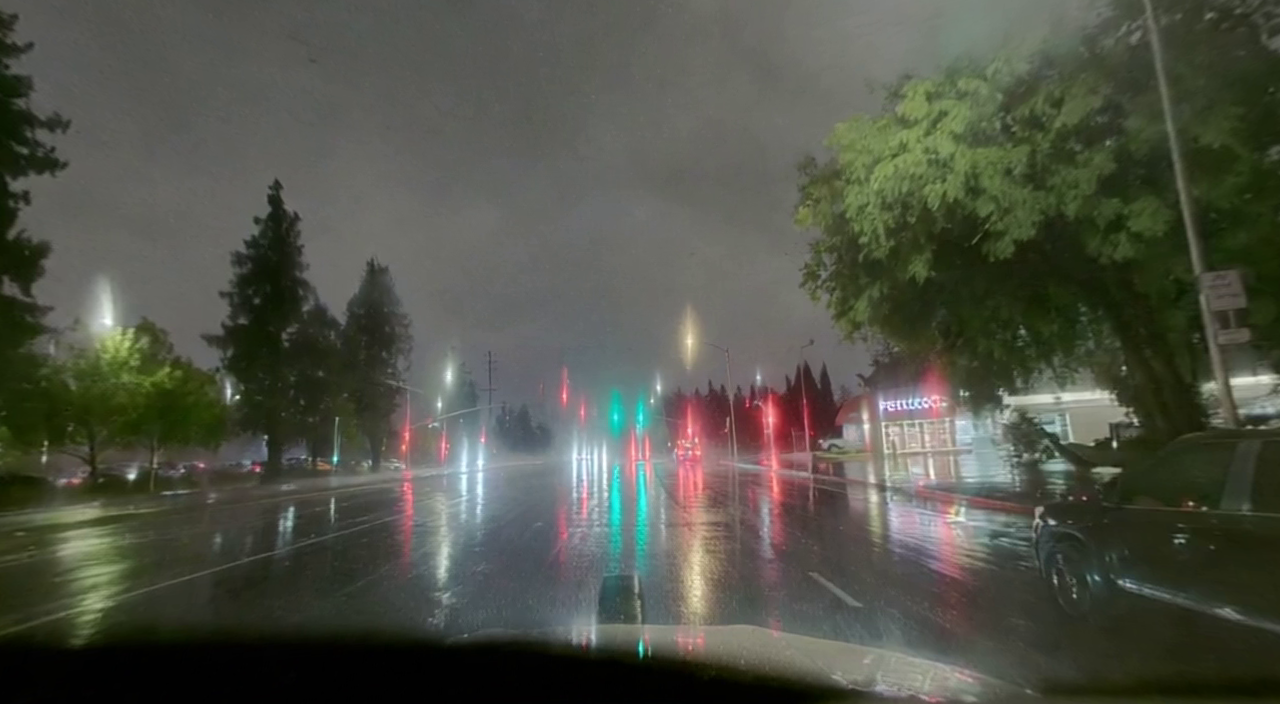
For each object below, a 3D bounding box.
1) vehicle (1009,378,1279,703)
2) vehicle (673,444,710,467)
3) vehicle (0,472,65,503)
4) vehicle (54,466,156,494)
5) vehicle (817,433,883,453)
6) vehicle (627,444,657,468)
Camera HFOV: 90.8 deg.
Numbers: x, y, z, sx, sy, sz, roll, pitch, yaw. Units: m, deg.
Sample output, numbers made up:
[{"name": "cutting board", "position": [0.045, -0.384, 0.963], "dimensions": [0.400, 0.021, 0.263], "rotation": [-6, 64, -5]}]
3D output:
[{"name": "vehicle", "position": [3.794, 0.857, 2.472], "dimensions": [1.889, 1.572, 4.605], "rotation": [0, -9, 0]}, {"name": "vehicle", "position": [3.808, 7.691, 47.122], "dimensions": [2.198, 1.660, 4.512], "rotation": [0, -9, -2]}, {"name": "vehicle", "position": [-33.743, 7.224, 33.666], "dimensions": [4.234, 1.462, 1.921], "rotation": [5, -10, -34]}, {"name": "vehicle", "position": [-33.826, 8.109, 40.138], "dimensions": [4.560, 1.530, 1.950], "rotation": [5, -10, -31]}, {"name": "vehicle", "position": [15.924, 6.938, 48.123], "dimensions": [4.344, 1.512, 1.936], "rotation": [-1, -9, 4]}, {"name": "vehicle", "position": [0.134, 7.778, 47.597], "dimensions": [2.146, 1.685, 4.003], "rotation": [0, -9, -1]}]
